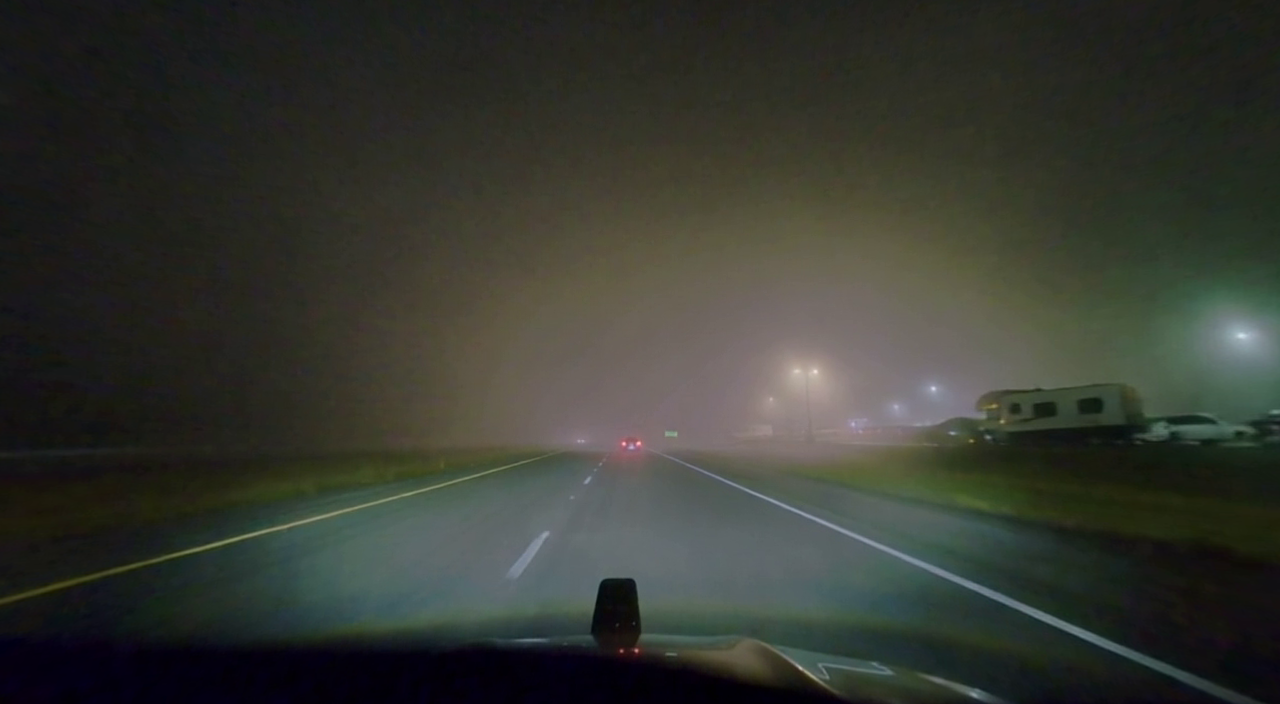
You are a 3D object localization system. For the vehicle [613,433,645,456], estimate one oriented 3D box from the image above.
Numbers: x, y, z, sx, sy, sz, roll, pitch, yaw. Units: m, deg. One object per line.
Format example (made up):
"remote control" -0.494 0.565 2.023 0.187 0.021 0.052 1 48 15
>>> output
"vehicle" -0.810 6.385 43.429 2.037 1.504 4.248 0 -8 -3
